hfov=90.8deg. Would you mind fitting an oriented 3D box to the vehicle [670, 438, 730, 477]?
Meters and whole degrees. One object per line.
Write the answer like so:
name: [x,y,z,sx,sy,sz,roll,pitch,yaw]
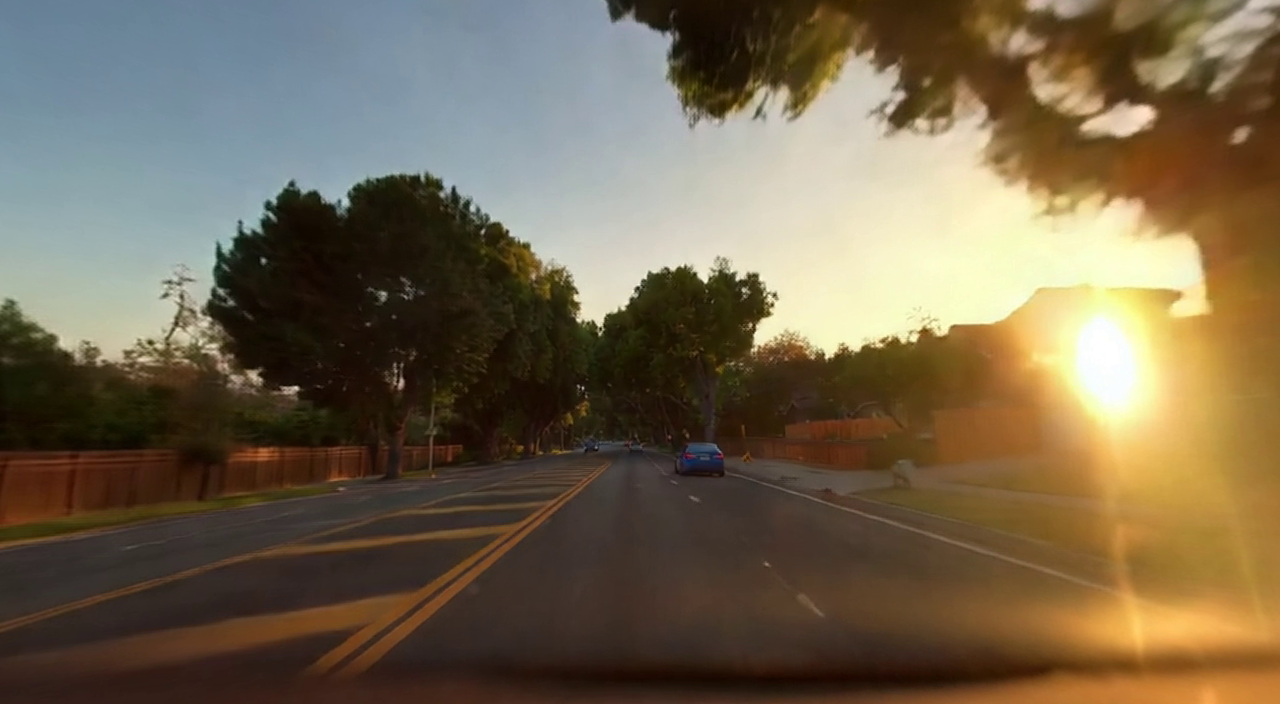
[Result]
vehicle: [2.415,4.365,26.499,1.991,1.476,4.153,0,-8,-2]
